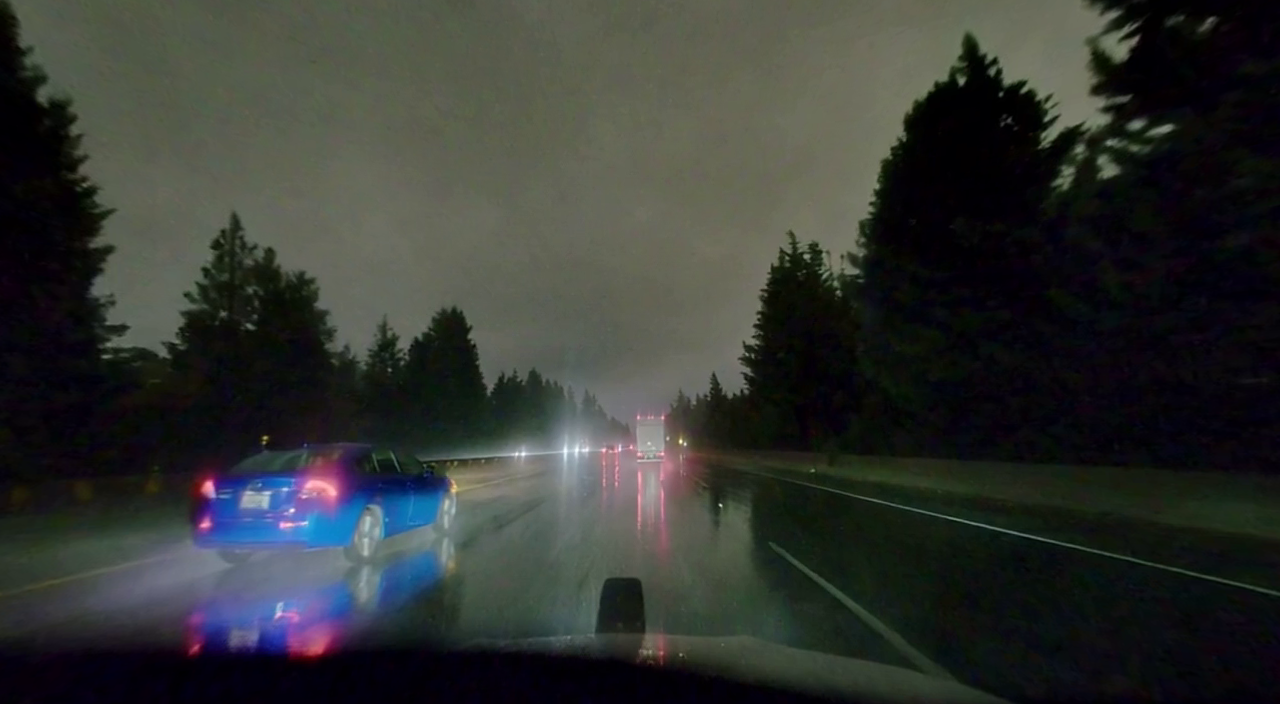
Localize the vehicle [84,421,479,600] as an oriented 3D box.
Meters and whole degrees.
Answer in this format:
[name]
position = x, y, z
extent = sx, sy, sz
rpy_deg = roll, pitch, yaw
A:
[vehicle]
position = -3.756, 1.764, 7.983
extent = 1.999, 1.533, 4.870
rpy_deg = -1, -9, 2
